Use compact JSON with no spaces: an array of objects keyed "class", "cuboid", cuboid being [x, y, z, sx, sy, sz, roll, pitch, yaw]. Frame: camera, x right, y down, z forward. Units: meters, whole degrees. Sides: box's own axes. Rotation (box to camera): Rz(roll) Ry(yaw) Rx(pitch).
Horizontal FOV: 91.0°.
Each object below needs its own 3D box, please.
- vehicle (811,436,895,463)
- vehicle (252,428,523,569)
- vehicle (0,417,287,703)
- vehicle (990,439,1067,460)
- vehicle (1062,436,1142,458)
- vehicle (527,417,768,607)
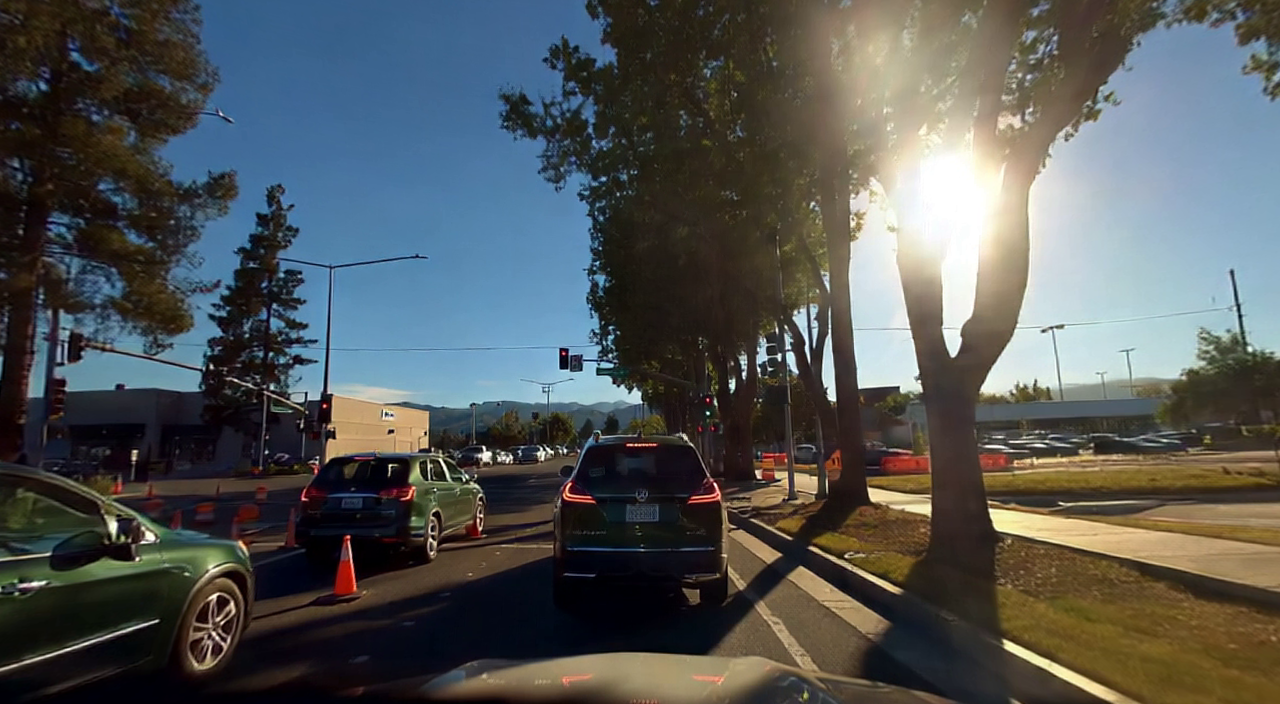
[{"class":"vehicle","cuboid":[13.809,6.363,41.053,4.805,1.688,1.923,-2,-9,7]},{"class":"vehicle","cuboid":[-3.277,1.997,9.447,1.989,1.541,4.626,0,-9,2]},{"class":"vehicle","cuboid":[-3.591,0.950,2.143,1.964,1.497,4.722,0,-9,1]},{"class":"vehicle","cuboid":[29.070,7.327,47.232,4.581,1.480,1.752,1,-9,0]},{"class":"vehicle","cuboid":[36.624,7.559,49.997,4.791,1.635,1.857,0,-9,1]},{"class":"vehicle","cuboid":[0.103,1.627,7.211,2.021,1.560,3.676,0,-9,1]}]
